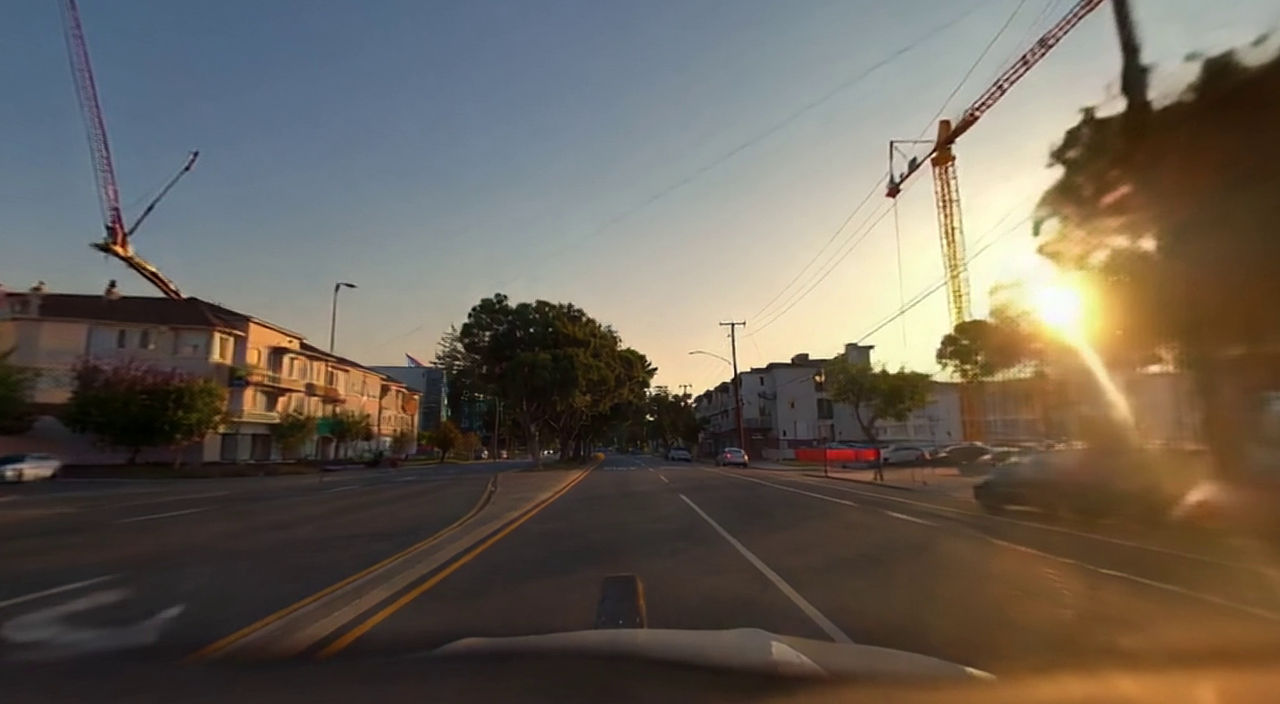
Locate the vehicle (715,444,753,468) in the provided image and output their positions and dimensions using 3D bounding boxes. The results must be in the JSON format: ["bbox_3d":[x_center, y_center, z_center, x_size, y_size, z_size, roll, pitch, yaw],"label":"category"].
[{"bbox_3d":[7.038,7.862,47.933,2.080,1.706,4.392,0,-9,-2],"label":"vehicle"}]

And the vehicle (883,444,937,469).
[{"bbox_3d":[20.014,7.736,47.007,1.965,1.690,4.077,0,-8,-3],"label":"vehicle"}]

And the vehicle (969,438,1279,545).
[{"bbox_3d":[8.026,2.251,10.964,2.079,1.442,4.406,0,-9,-3],"label":"vehicle"}]
